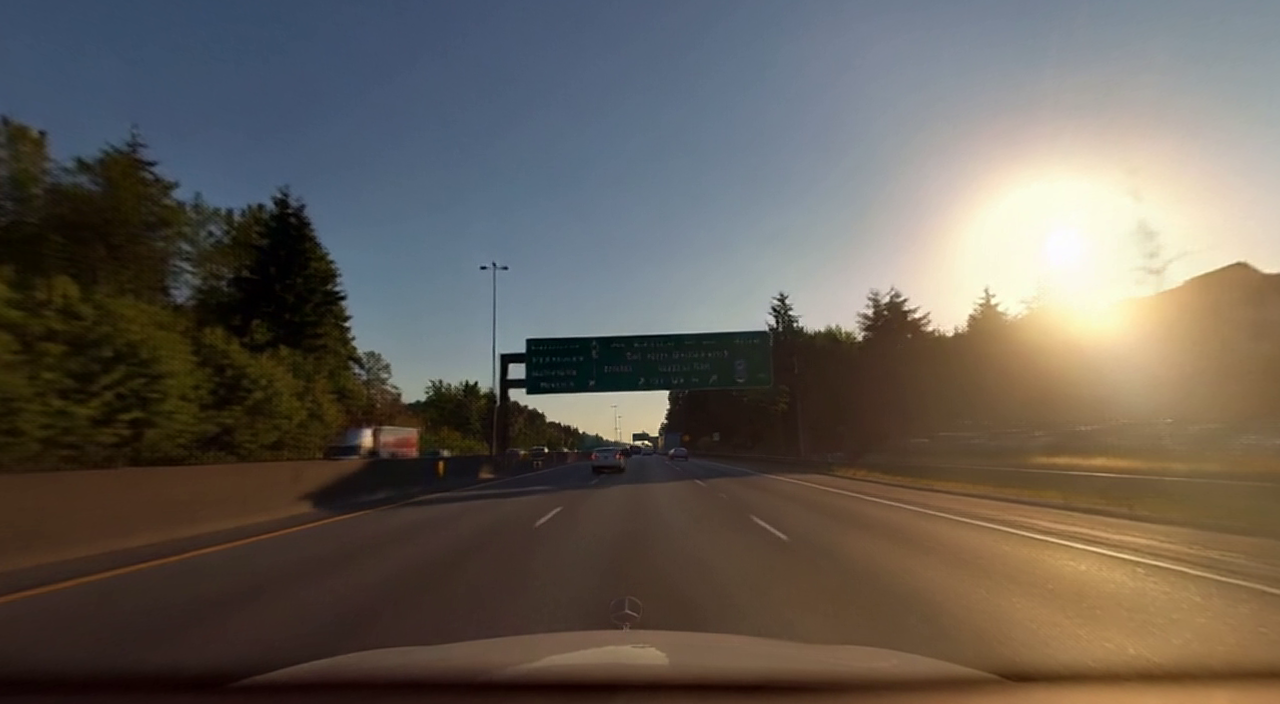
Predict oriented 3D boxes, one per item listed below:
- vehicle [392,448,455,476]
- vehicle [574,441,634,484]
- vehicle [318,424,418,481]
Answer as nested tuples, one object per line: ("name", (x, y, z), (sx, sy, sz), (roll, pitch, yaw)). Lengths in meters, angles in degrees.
("vehicle", (-12.187, 6.191, 35.778), (1.892, 1.493, 4.444), (0, -9, 1))
("vehicle", (-1.339, 4.357, 25.020), (1.936, 1.545, 4.116), (-1, -9, 3))
("vehicle", (-16.183, 6.063, 38.209), (2.625, 3.031, 7.427), (0, -9, 1))
